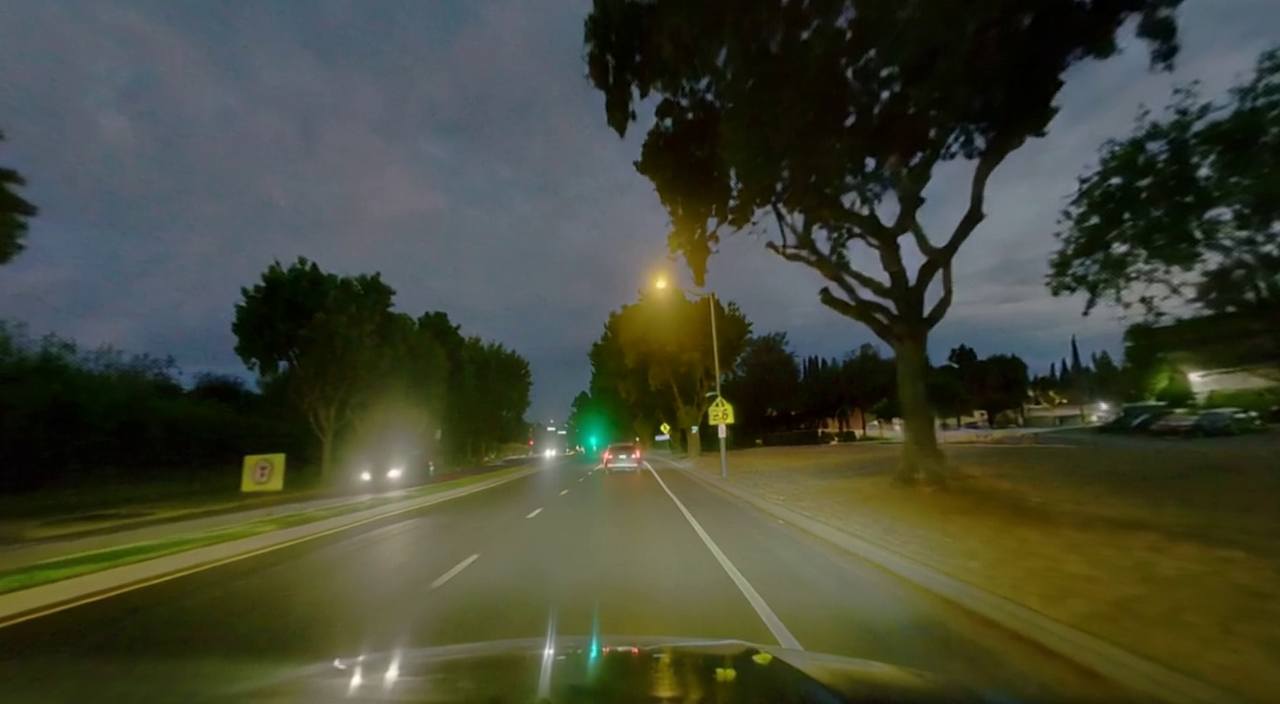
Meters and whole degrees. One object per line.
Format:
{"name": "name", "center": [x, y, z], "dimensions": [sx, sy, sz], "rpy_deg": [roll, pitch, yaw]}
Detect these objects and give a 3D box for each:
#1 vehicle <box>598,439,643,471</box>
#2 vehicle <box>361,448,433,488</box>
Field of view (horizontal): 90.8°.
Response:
{"name": "vehicle", "center": [-0.951, 5.193, 32.017], "dimensions": [2.111, 1.466, 4.223], "rpy_deg": [-1, -8, -1]}
{"name": "vehicle", "center": [-12.274, 5.843, 32.213], "dimensions": [1.954, 1.680, 4.530], "rpy_deg": [-4, -8, -2]}
